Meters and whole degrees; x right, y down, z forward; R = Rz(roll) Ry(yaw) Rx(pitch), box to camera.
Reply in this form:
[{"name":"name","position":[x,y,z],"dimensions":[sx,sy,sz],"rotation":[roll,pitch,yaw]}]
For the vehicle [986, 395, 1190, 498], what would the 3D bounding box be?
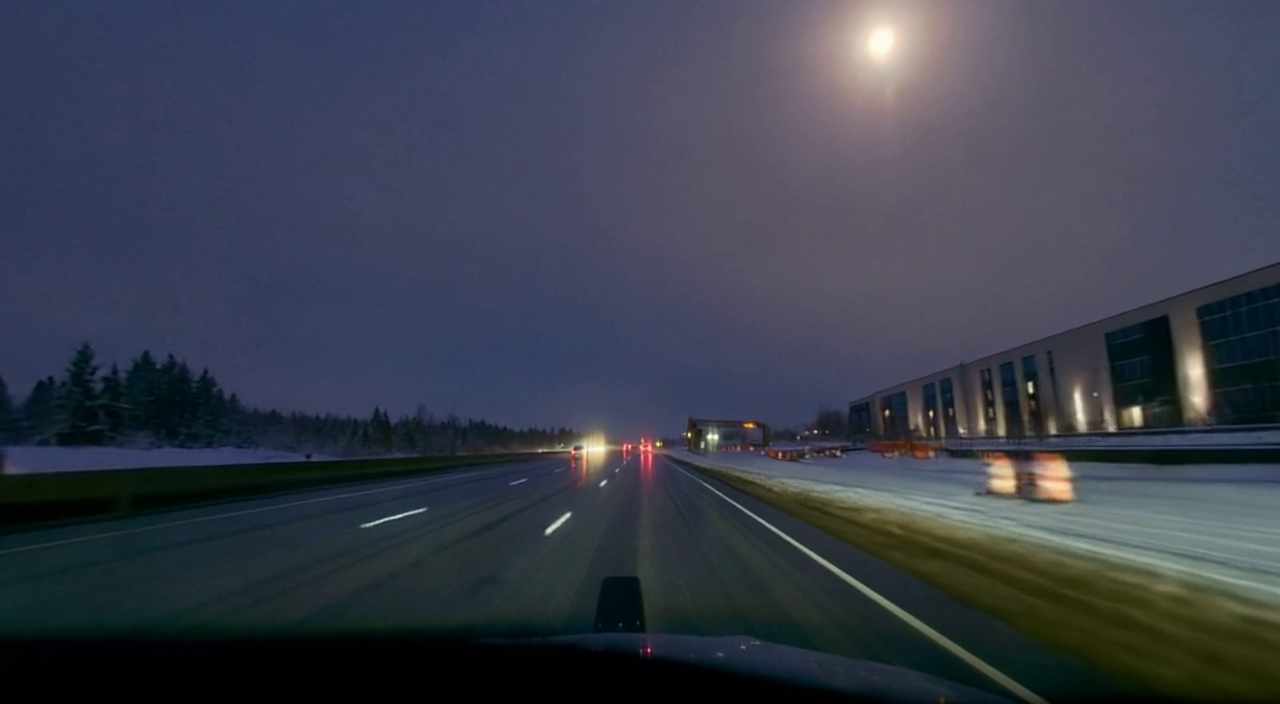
[{"name":"vehicle","position":[14.121,3.083,20.462],"dimensions":[2.763,2.805,4.926],"rotation":[-2,-9,0]}]
